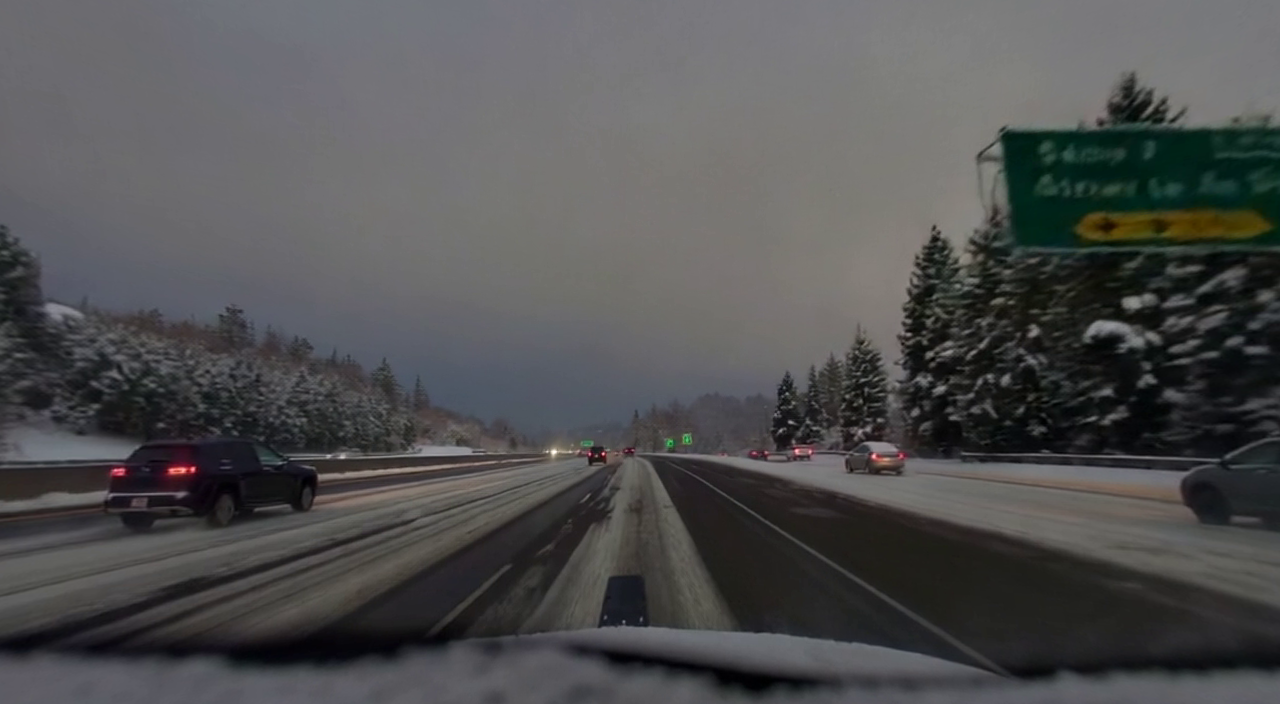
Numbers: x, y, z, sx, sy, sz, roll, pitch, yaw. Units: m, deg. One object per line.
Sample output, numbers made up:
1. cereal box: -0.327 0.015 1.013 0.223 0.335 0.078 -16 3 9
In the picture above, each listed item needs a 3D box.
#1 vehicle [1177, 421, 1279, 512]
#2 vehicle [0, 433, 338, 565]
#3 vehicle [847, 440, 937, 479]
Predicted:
1. vehicle: 13.529 2.214 12.095 2.168 1.753 4.993 0 -8 3
2. vehicle: -6.766 2.008 9.508 2.038 1.463 4.656 0 -8 1
3. vehicle: 11.001 4.713 27.935 2.201 1.535 4.735 0 -8 3
